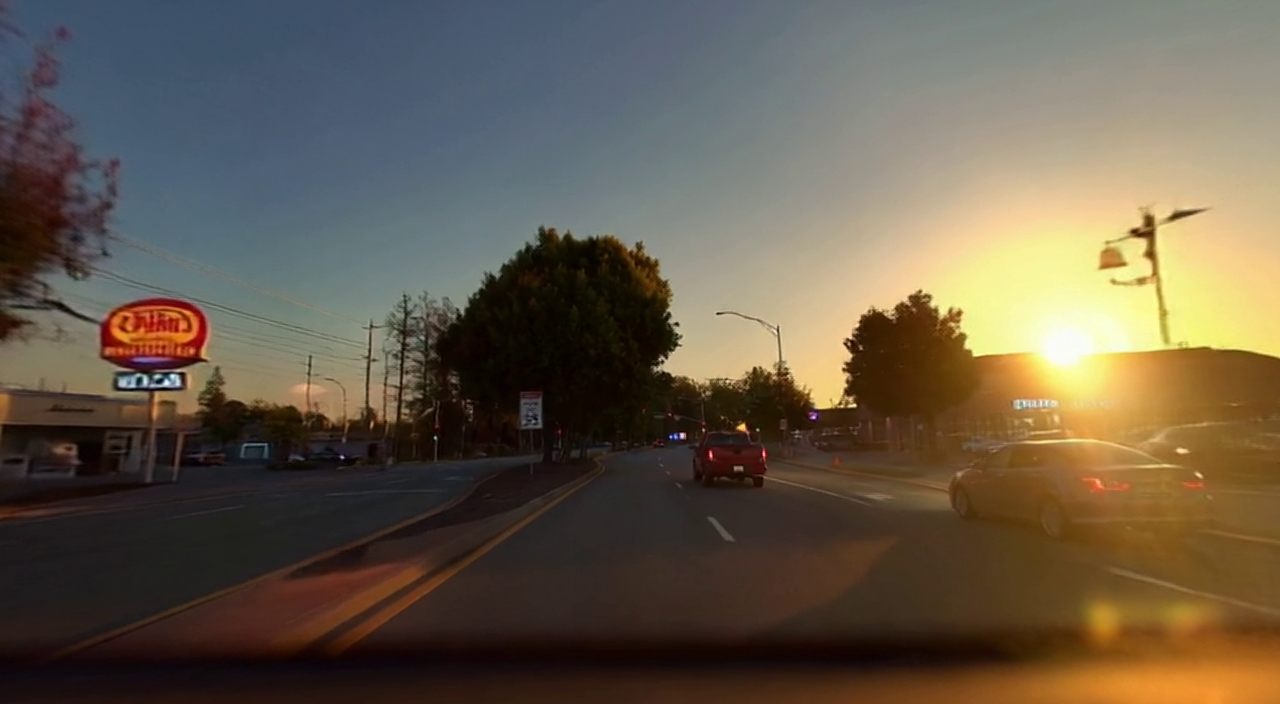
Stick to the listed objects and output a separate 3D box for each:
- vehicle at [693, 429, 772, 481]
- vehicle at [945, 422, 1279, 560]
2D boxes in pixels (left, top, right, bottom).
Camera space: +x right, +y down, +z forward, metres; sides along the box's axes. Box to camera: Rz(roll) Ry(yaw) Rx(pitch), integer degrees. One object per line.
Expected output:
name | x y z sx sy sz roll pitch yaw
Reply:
vehicle | 3.347 3.871 23.963 2.214 1.749 4.998 0 -8 0
vehicle | 6.497 1.836 9.085 1.986 1.480 4.296 0 -8 -1
